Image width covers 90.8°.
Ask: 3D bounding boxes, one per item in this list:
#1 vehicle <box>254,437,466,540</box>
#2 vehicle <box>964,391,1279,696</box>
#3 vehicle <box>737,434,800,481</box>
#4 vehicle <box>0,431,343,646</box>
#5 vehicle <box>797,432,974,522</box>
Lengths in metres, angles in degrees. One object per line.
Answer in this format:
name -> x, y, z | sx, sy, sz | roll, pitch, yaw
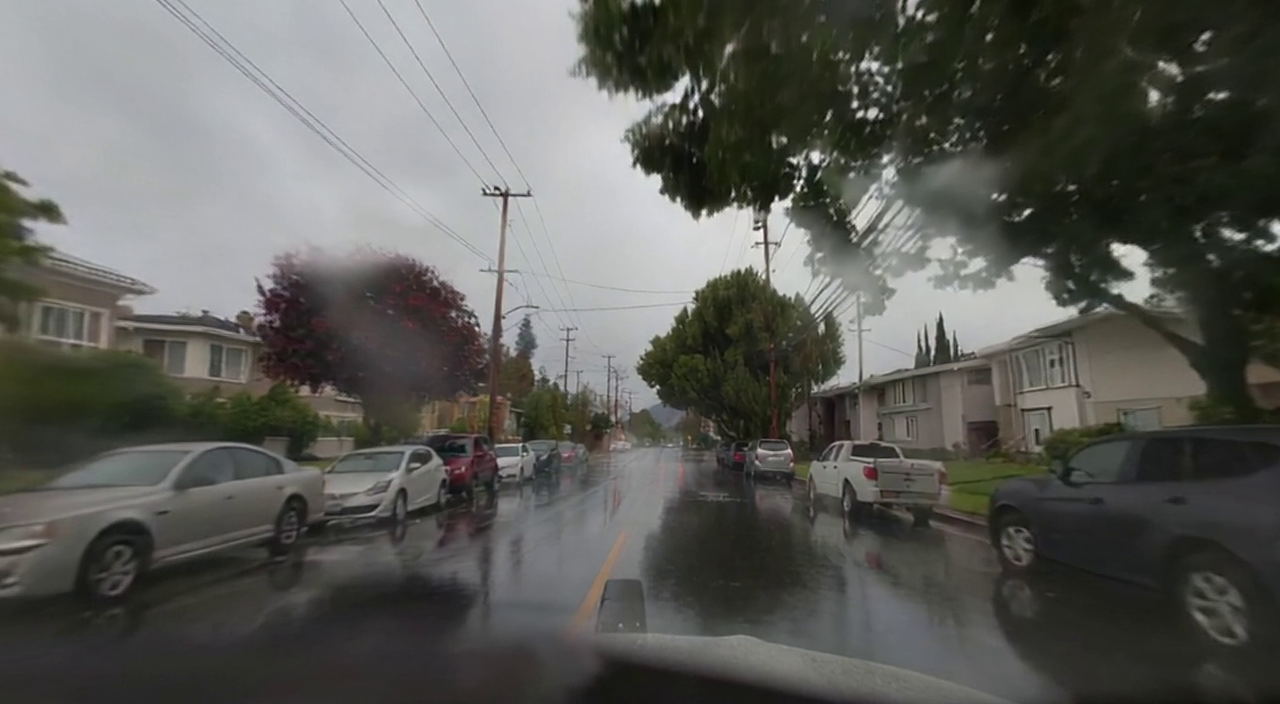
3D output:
vehicle -> -4.945, 2.404, 12.086 | 1.979, 1.435, 4.785 | -3, -7, -1
vehicle -> 4.754, 1.350, 5.363 | 1.951, 1.700, 4.485 | -1, -9, 5
vehicle -> 5.201, 4.302, 26.056 | 1.936, 1.756, 4.127 | -1, -9, 3
vehicle -> -5.137, 1.608, 6.625 | 1.853, 1.447, 4.462 | -3, -7, 1
vehicle -> 4.938, 2.572, 13.593 | 1.910, 1.567, 4.856 | 0, -9, 1
